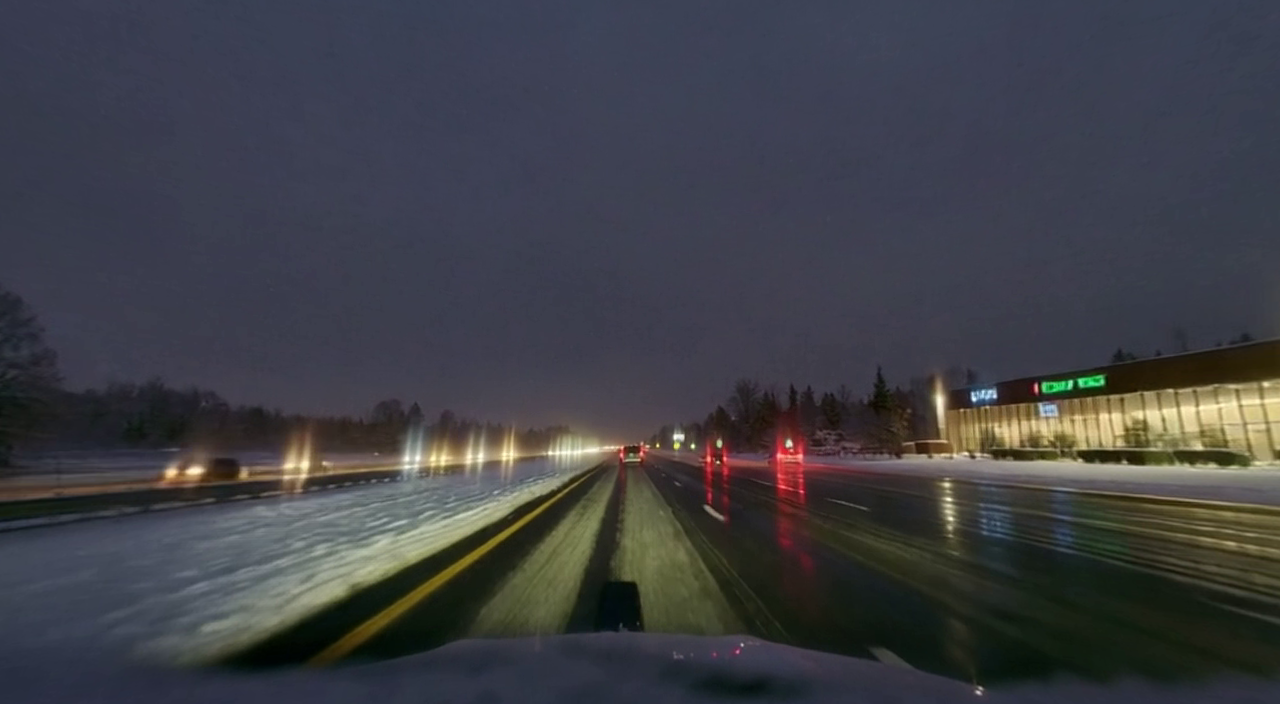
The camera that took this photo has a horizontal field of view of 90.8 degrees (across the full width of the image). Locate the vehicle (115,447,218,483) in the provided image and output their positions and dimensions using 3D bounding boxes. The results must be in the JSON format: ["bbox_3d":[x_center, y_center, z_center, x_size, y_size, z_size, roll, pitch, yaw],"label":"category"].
[{"bbox_3d":[-23.241,5.510,31.256,1.825,1.553,4.332,0,-8,-2],"label":"vehicle"}]

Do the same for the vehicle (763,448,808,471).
[{"bbox_3d":[10.022,7.415,43.842,1.953,1.473,4.512,0,-9,-2],"label":"vehicle"}]
